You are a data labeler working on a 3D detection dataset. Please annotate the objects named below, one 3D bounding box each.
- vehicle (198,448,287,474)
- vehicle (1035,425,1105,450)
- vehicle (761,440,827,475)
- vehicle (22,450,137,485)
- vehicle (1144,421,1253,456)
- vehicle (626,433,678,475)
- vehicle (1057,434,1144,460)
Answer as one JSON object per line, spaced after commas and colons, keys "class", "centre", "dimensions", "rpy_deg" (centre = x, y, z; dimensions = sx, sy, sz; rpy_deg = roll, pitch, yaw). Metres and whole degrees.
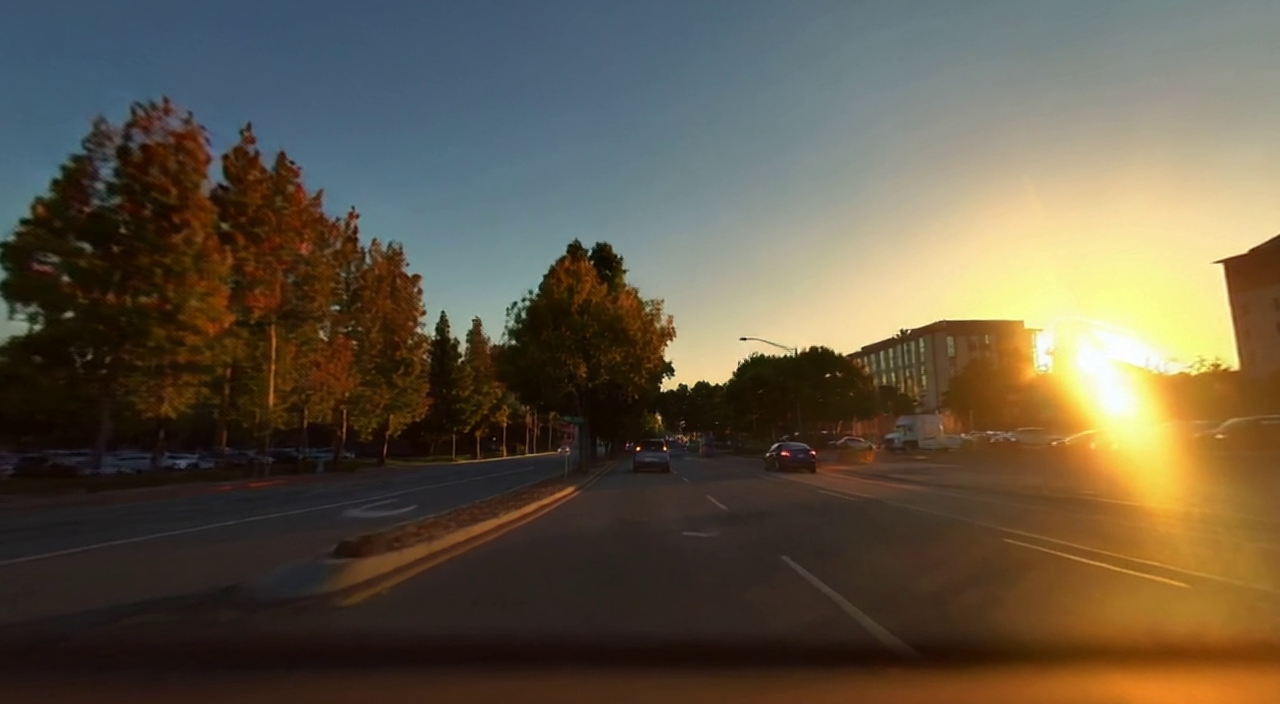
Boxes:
{"class": "vehicle", "centre": [-26.537, 7.257, 42.288], "dimensions": [4.541, 1.676, 2.063], "rpy_deg": [0, -8, 1]}
{"class": "vehicle", "centre": [30.359, 6.117, 44.803], "dimensions": [2.138, 1.531, 4.436], "rpy_deg": [-3, -11, 6]}
{"class": "vehicle", "centre": [7.474, 5.142, 31.039], "dimensions": [2.029, 1.548, 4.422], "rpy_deg": [0, -8, -1]}
{"class": "vehicle", "centre": [-29.938, 6.169, 33.863], "dimensions": [4.251, 1.598, 1.925], "rpy_deg": [-2, -10, -3]}
{"class": "vehicle", "centre": [31.729, 4.968, 36.152], "dimensions": [1.924, 1.809, 4.977], "rpy_deg": [-1, -8, 4]}
{"class": "vehicle", "centre": [0.460, 4.738, 29.634], "dimensions": [2.227, 1.794, 4.457], "rpy_deg": [0, -8, -2]}
{"class": "vehicle", "centre": [26.313, 5.463, 36.281], "dimensions": [1.887, 1.419, 4.191], "rpy_deg": [0, -9, 2]}
